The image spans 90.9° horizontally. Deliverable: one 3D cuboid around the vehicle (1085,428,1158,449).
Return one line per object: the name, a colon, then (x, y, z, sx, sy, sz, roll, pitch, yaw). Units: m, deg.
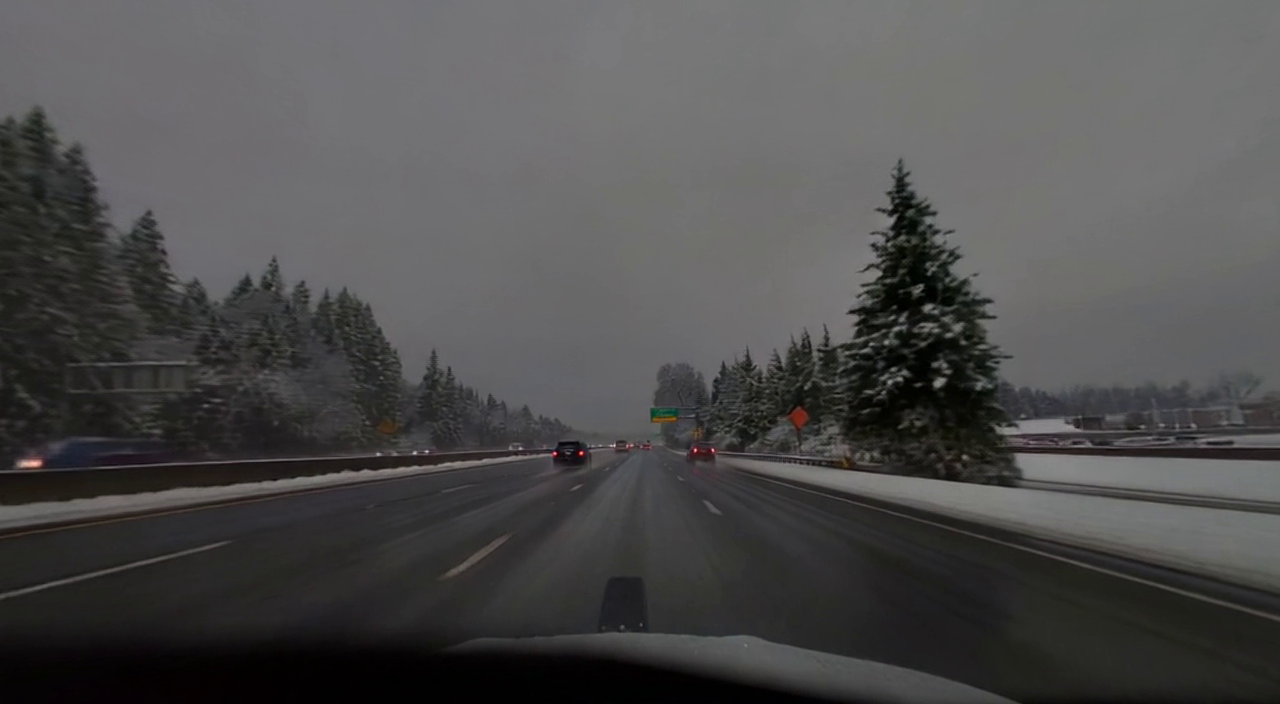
vehicle: (37.130, 6.695, 48.694, 4.052, 1.601, 1.838, 0, -9, 0)

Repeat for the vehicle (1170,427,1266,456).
vehicle: (37.073, 5.760, 40.527, 4.276, 1.563, 1.792, -3, -9, 1)

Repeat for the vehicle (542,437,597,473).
vehicle: (-3.547, 5.272, 32.526, 2.196, 1.733, 4.355, 0, -8, 2)

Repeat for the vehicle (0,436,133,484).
vehicle: (-23.073, 4.139, 24.493, 2.111, 1.658, 5.373, -1, -8, 3)

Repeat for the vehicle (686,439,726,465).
vehicle: (4.515, 6.918, 43.757, 2.229, 1.704, 4.392, 0, -8, 0)
